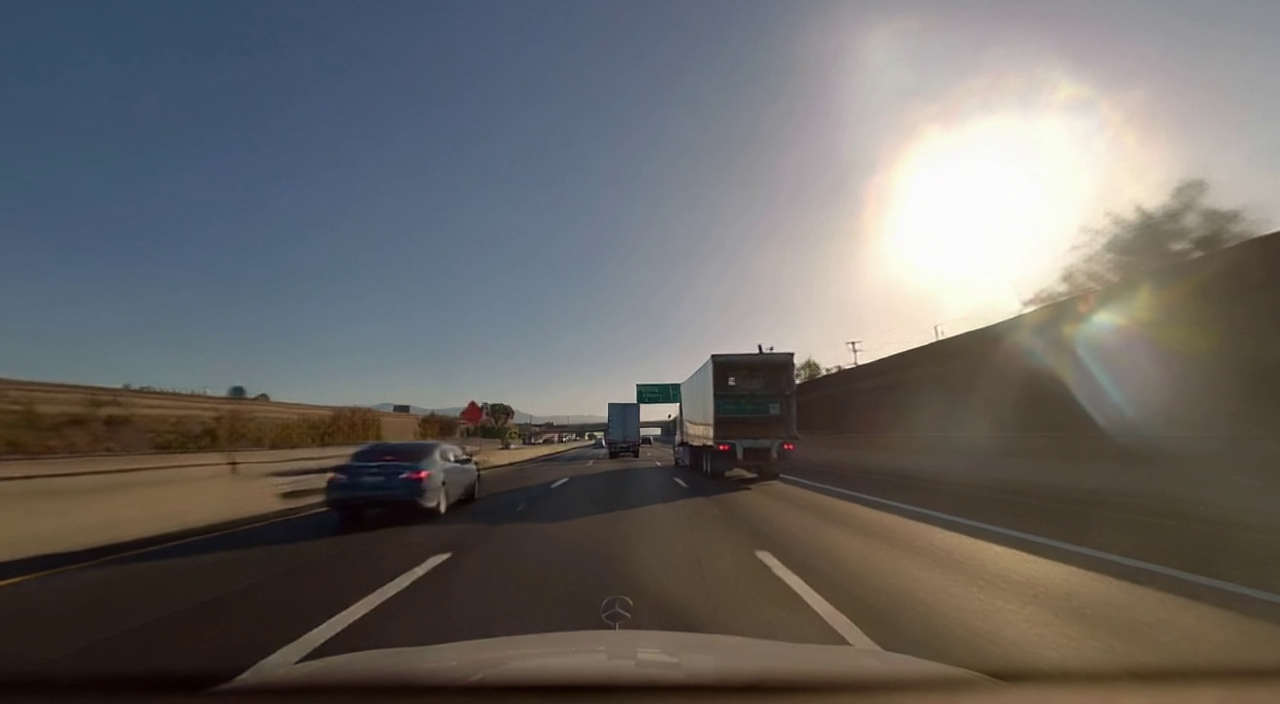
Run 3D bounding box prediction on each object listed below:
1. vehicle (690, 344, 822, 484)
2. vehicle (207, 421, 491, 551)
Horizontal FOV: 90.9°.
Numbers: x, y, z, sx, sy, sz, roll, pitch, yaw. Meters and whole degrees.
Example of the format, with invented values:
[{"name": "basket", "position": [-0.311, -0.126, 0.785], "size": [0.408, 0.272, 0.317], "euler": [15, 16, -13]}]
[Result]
[{"name": "vehicle", "position": [3.648, 2.321, 22.227], "size": [2.873, 3.998, 8.286], "euler": [0, -8, -1]}, {"name": "vehicle", "position": [-4.127, 1.969, 10.231], "size": [2.208, 1.542, 5.138], "euler": [0, -8, -1]}]
